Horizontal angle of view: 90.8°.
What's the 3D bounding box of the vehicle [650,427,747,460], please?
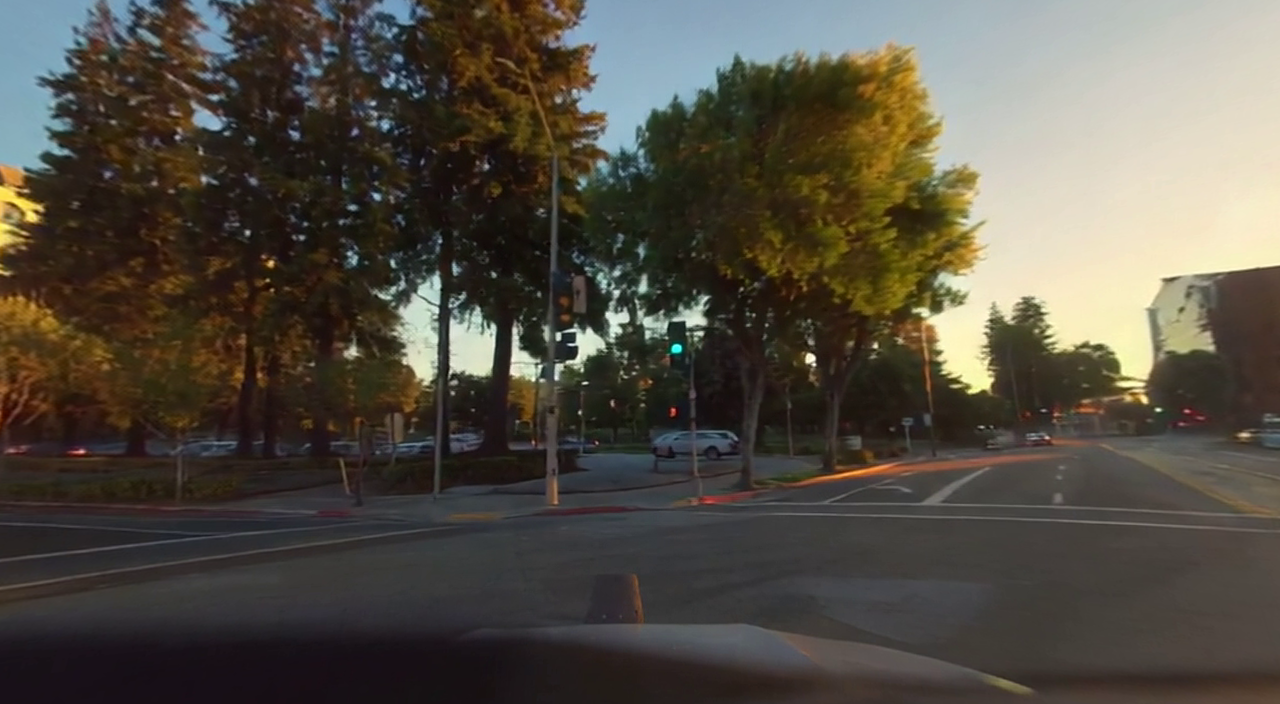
[{"bbox_3d":[3.063,4.861,33.412,4.765,1.593,1.891,-5,-10,30],"label":"vehicle"}]
